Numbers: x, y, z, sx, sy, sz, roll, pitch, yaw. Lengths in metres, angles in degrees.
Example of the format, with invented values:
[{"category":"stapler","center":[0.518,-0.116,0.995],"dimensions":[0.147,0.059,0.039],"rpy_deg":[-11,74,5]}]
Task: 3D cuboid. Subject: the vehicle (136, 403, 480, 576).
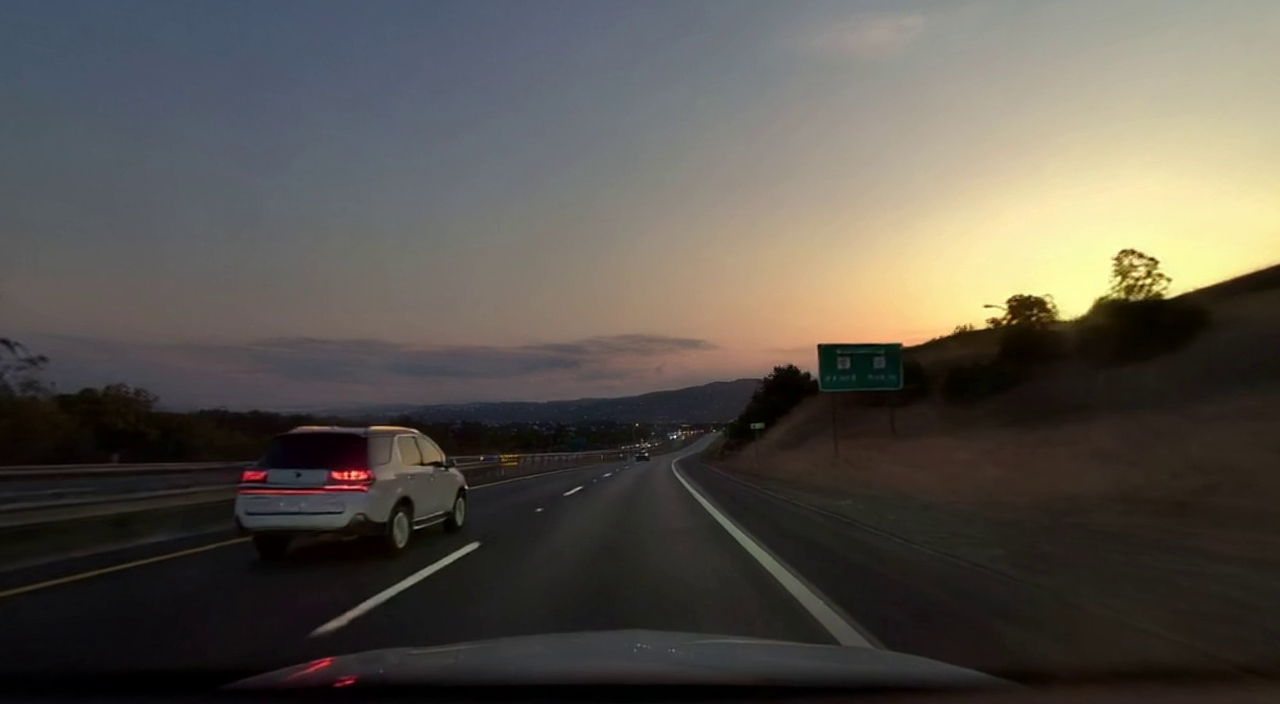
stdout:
[{"category":"vehicle","center":[-4.048,1.786,8.942],"dimensions":[2.193,1.771,4.757],"rpy_deg":[0,-9,1]}]
